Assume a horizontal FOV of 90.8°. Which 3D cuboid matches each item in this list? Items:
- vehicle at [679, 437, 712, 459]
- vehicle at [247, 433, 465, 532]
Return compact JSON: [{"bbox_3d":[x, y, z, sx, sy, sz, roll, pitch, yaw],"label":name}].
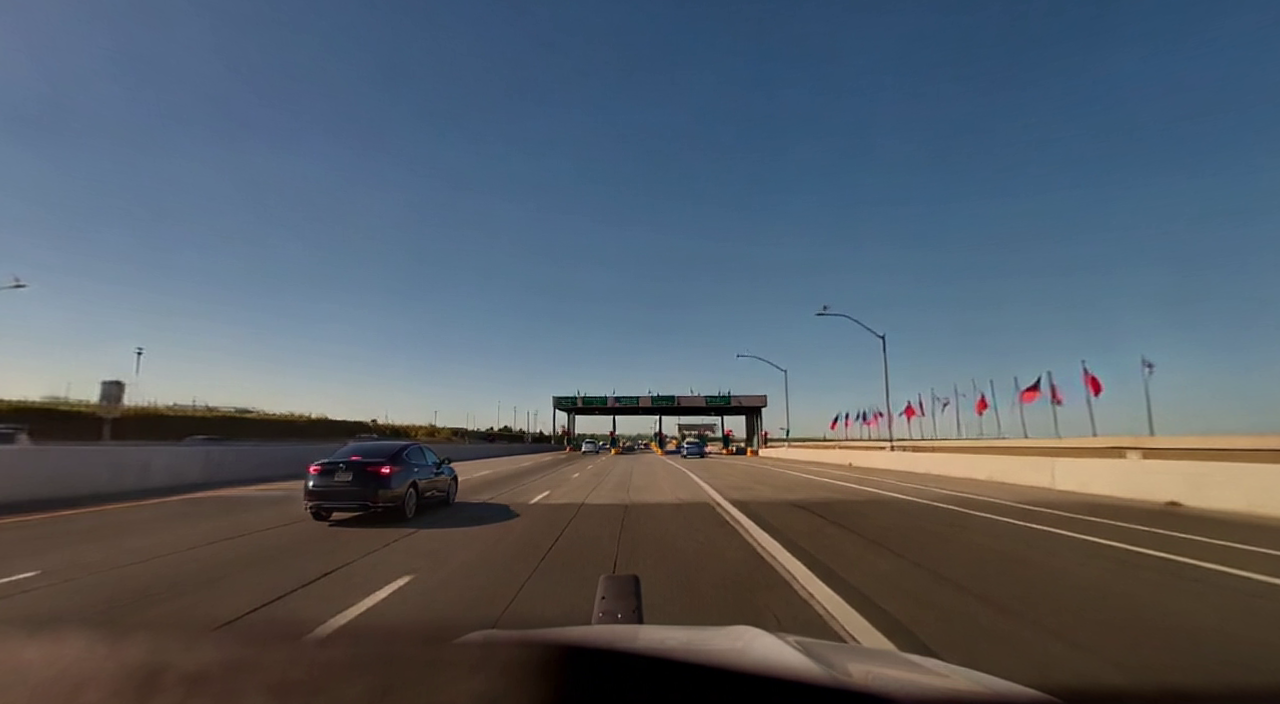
[{"bbox_3d":[4.244,7.488,49.236,2.072,1.639,4.919,0,-8,-1],"label":"vehicle"},{"bbox_3d":[-4.860,2.270,11.676,1.981,1.465,4.334,0,-8,0],"label":"vehicle"}]
